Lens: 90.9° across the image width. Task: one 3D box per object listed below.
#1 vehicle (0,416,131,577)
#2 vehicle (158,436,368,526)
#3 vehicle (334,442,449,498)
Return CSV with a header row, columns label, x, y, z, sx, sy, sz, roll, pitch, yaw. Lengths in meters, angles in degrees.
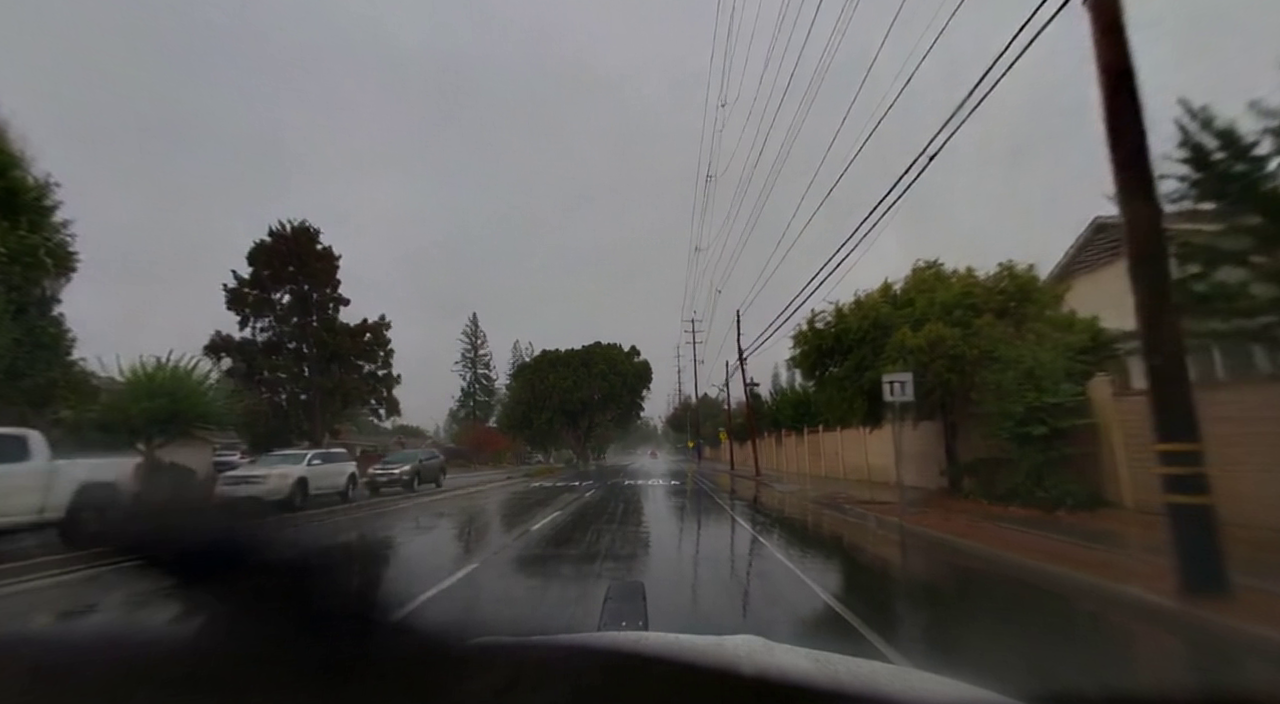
label,x,y,z,sx,sy,sz,roll,pitch,yaw
vehicle,-8.515,1.568,6.579,2.293,1.839,4.793,0,-8,1
vehicle,-8.788,3.015,15.415,2.075,1.733,4.947,-3,-9,1
vehicle,-8.686,4.143,22.599,2.084,1.741,4.737,-2,-9,2
